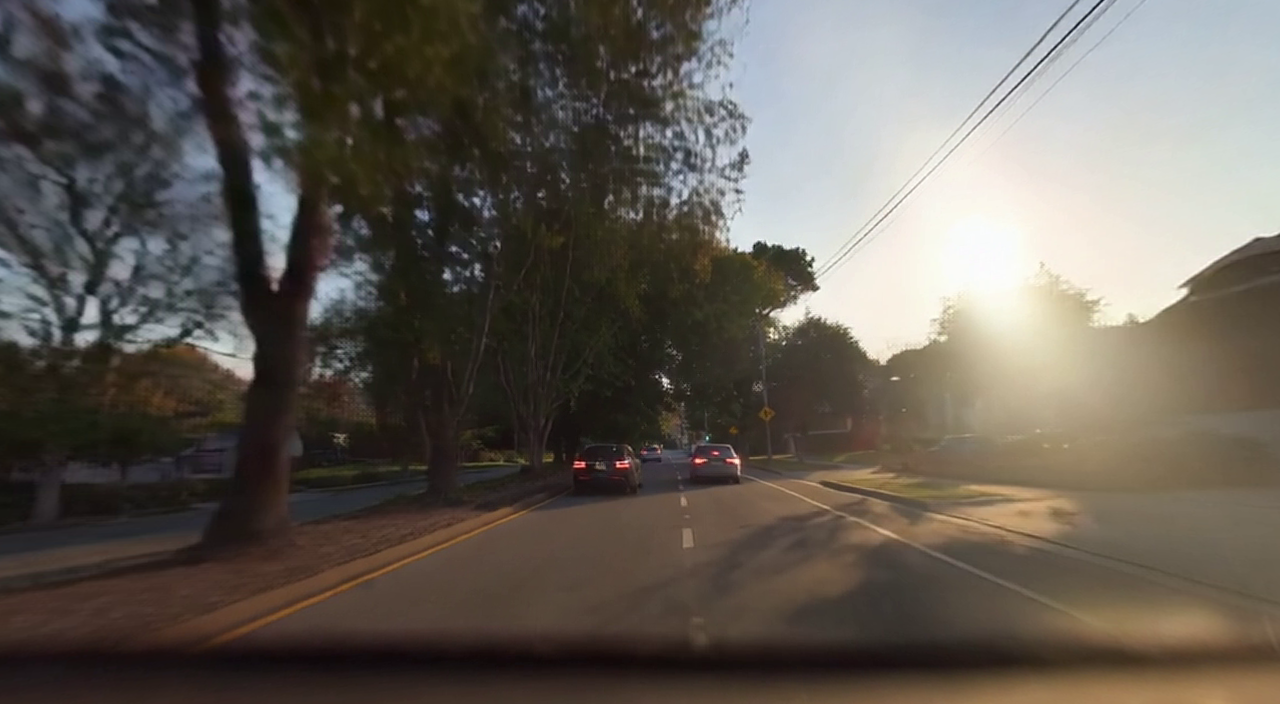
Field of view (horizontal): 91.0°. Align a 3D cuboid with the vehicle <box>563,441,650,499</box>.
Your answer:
[{"bbox_3d":[-0.816,3.342,18.235,2.030,1.467,4.403,-1,-9,3],"label":"vehicle"}]

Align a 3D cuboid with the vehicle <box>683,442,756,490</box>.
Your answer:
[{"bbox_3d":[2.568,3.796,21.324,2.065,1.456,4.099,-1,-9,2],"label":"vehicle"}]
